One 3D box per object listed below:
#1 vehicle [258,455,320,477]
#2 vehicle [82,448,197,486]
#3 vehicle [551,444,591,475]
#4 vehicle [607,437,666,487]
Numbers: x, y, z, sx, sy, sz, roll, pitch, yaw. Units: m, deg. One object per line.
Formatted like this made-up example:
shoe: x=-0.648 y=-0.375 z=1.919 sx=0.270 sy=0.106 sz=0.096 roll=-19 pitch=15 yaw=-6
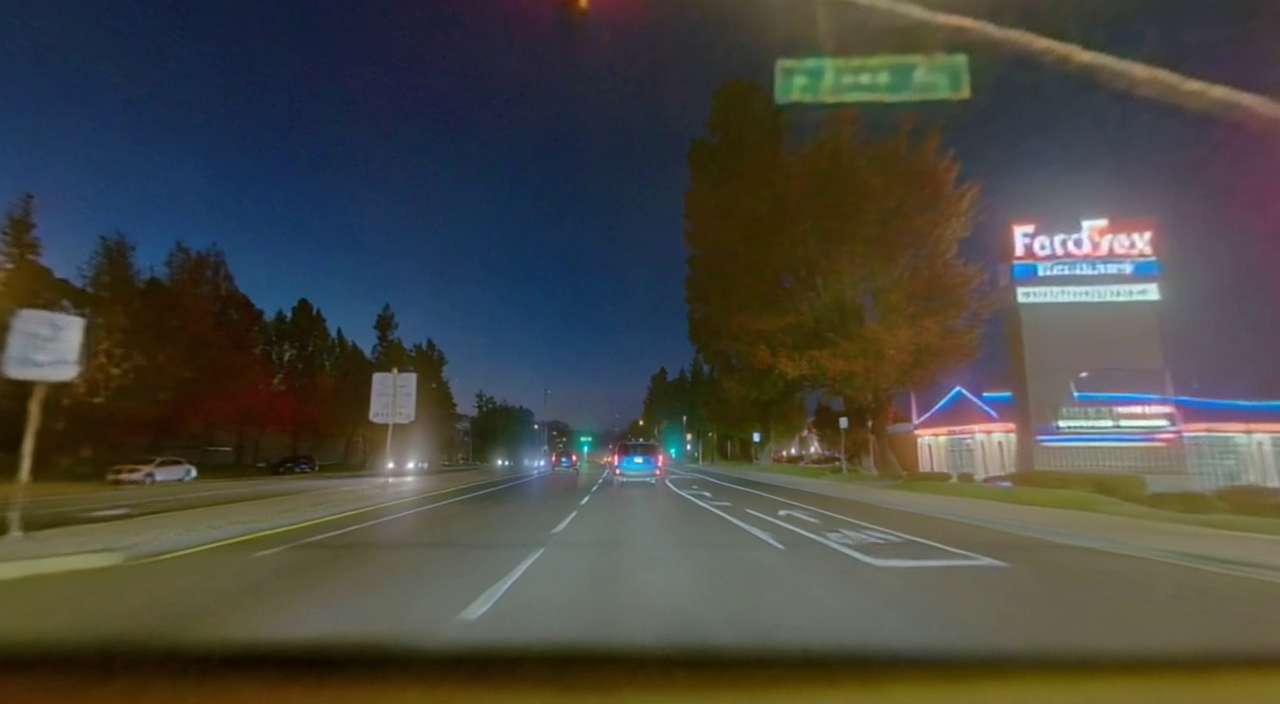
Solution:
vehicle: x=-26.851 y=8.726 z=48.516 sx=1.955 sy=1.540 sz=5.041 roll=0 pitch=-9 yaw=-1
vehicle: x=-26.217 y=6.012 z=33.390 sx=2.111 sy=1.839 sz=4.932 roll=0 pitch=-9 yaw=-2
vehicle: x=-4.466 y=7.038 z=41.657 sx=2.202 sy=1.856 sz=4.516 roll=0 pitch=-8 yaw=-1
vehicle: x=-0.197 y=4.640 z=27.093 sx=2.273 sy=1.909 sz=5.075 roll=0 pitch=-9 yaw=-1
